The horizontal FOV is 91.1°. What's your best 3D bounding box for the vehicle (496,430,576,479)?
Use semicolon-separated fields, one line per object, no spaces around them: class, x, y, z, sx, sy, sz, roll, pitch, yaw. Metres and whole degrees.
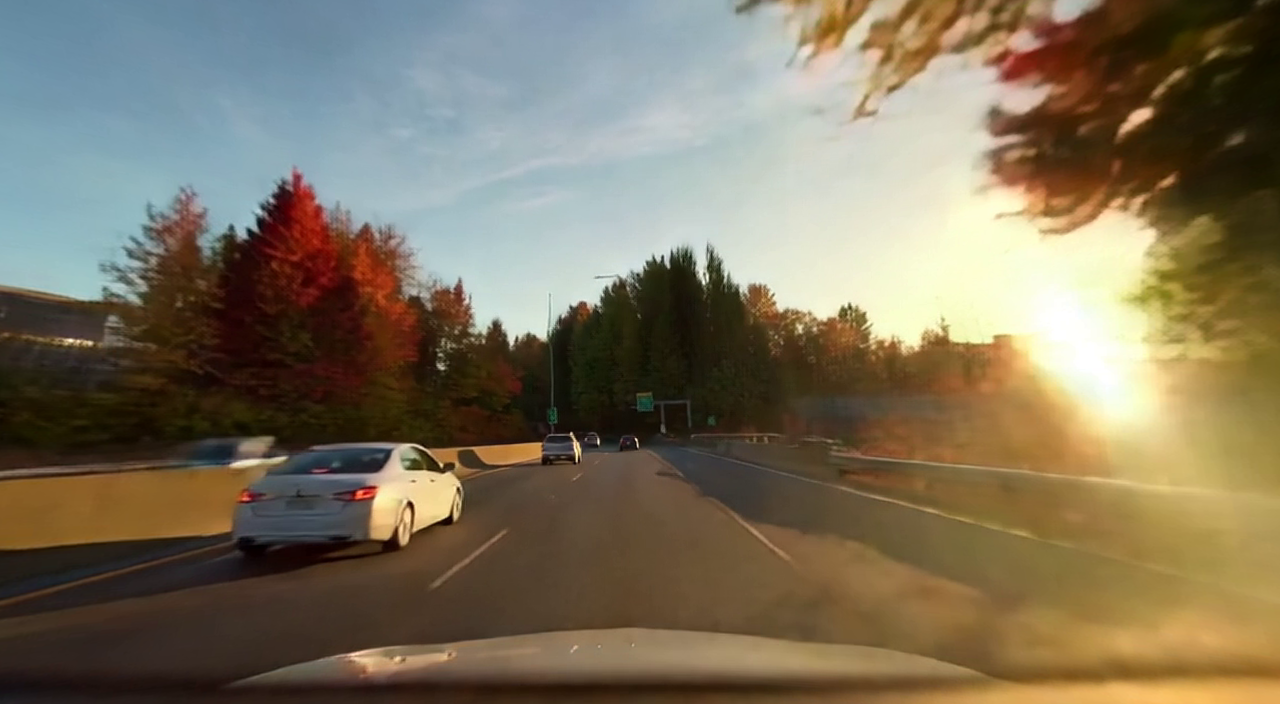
vehicle;-3.461;3.527;21.904;1.989;1.497;4.645;0;-8;0

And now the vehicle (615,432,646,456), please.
vehicle;-0.659;6.444;44.163;2.054;1.609;3.859;0;-8;0

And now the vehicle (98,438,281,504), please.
vehicle;-11.970;3.131;17.148;1.903;1.544;4.199;0;-8;-1
